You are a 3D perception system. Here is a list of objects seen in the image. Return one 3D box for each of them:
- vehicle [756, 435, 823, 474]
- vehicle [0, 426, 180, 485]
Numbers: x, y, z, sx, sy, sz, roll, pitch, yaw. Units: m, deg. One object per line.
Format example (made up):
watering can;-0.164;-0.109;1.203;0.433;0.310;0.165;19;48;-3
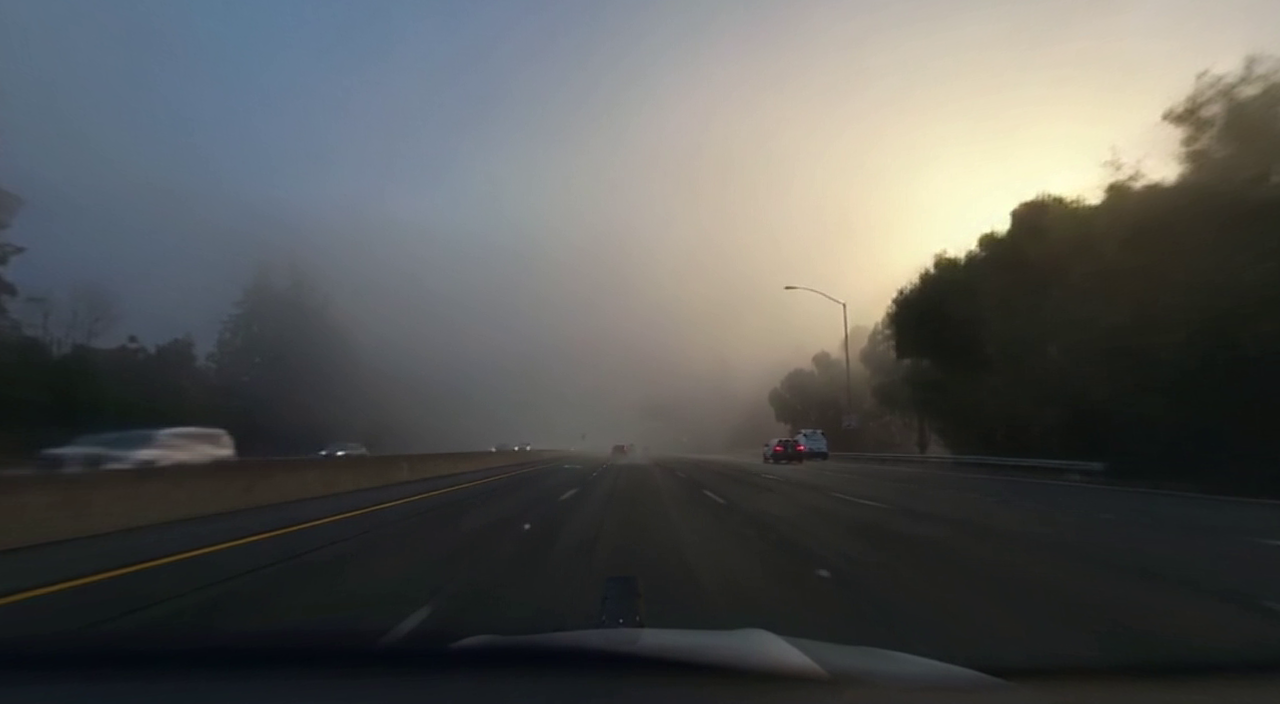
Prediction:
vehicle;6.954;4.825;29.823;2.081;1.705;3.926;0;-9;-1
vehicle;-17.443;3.267;20.141;2.118;1.625;4.530;0;-9;0
